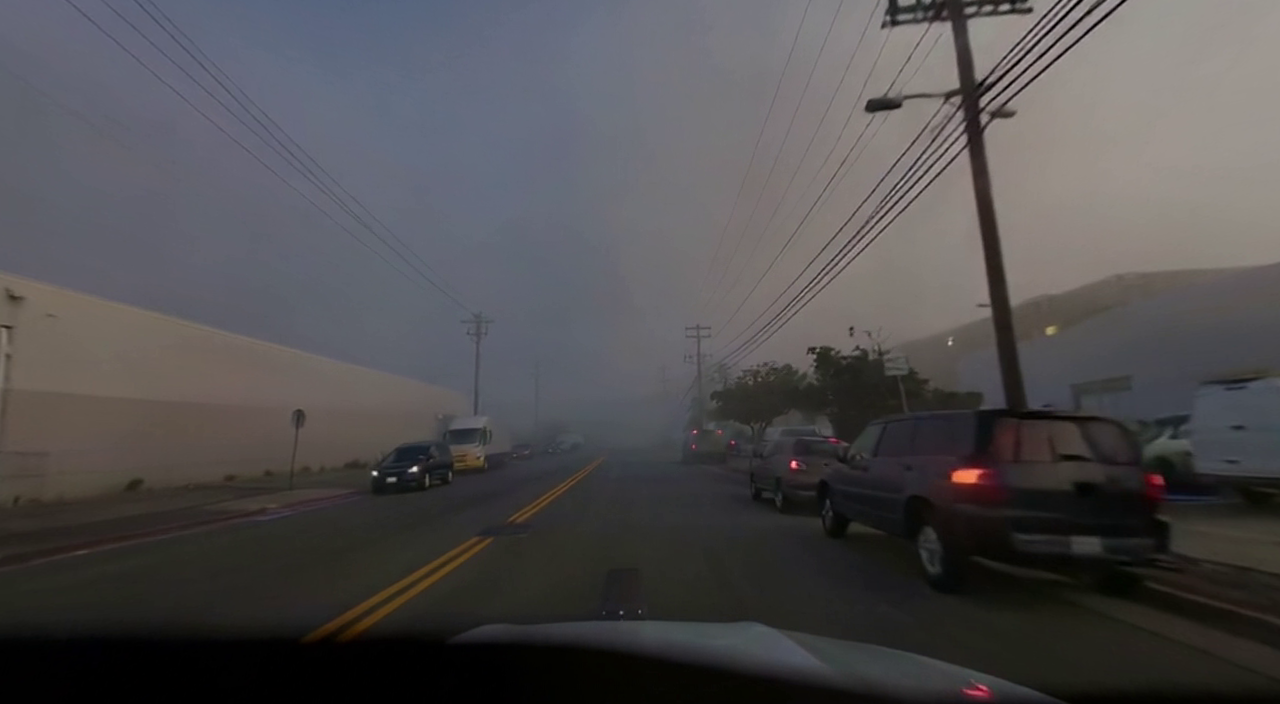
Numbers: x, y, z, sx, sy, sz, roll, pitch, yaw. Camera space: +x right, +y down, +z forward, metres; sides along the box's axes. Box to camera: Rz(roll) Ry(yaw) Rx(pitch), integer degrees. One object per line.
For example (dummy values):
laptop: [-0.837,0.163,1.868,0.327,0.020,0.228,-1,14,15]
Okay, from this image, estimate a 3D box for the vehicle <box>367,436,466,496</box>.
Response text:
vehicle: [-7.992,4.107,23.055,2.123,1.802,4.486,-4,-9,-3]

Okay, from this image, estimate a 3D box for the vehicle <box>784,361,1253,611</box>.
vehicle: [3.662,1.501,8.062,2.333,1.967,6.008,0,-8,1]

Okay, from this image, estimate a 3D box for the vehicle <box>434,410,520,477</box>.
vehicle: [-8.352,4.827,33.352,2.832,3.101,7.143,-1,-8,-1]

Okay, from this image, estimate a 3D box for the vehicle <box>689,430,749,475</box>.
vehicle: [3.503,4.554,28.851,2.026,1.857,4.699,0,-8,-1]
